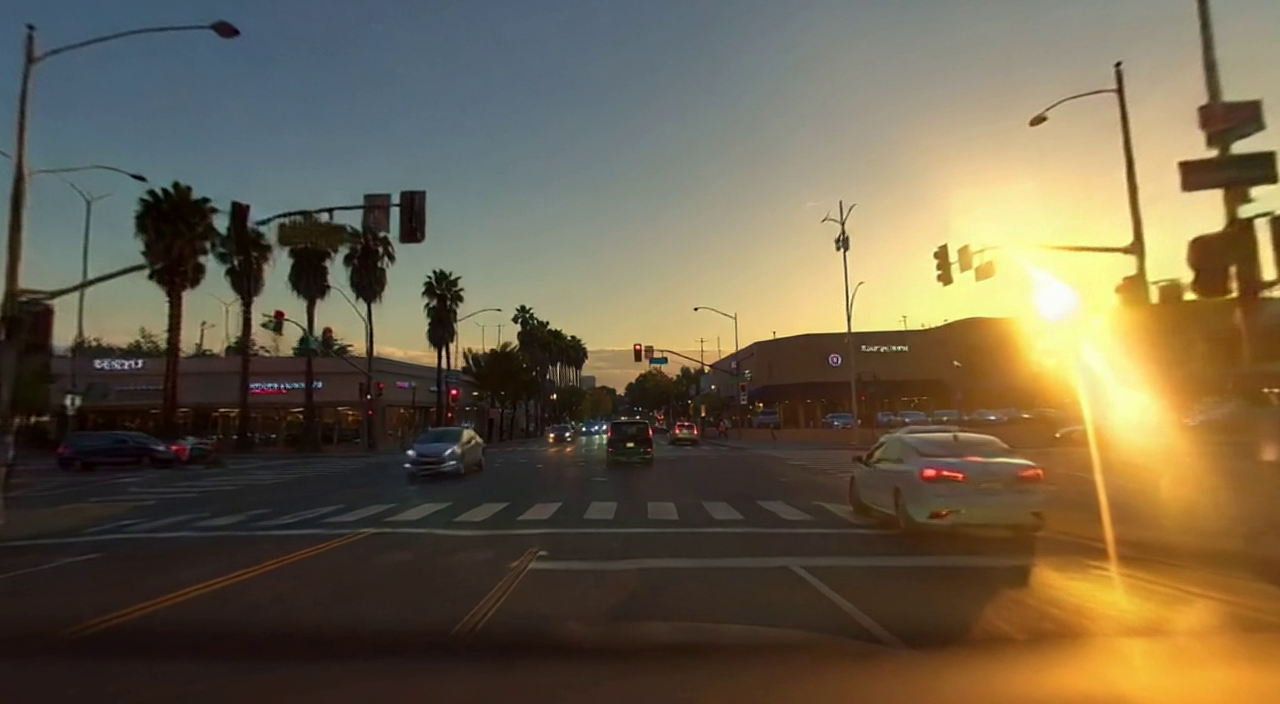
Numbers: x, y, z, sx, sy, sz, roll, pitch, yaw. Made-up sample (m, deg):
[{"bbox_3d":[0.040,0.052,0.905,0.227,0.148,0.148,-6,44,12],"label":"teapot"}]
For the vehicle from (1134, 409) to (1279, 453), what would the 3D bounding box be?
[{"bbox_3d":[23.730,3.318,26.339,4.466,1.740,2.021,0,-8,0],"label":"vehicle"}]

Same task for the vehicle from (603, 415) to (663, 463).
[{"bbox_3d":[-0.312,3.631,26.318,2.264,1.798,4.531,0,-8,-1],"label":"vehicle"}]

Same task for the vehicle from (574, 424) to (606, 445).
[{"bbox_3d":[-3.616,6.075,46.347,1.921,1.491,4.332,0,-8,1],"label":"vehicle"}]

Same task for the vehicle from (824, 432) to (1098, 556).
[{"bbox_3d":[4.511,2.034,9.915,1.963,1.449,4.653,0,-8,2],"label":"vehicle"}]

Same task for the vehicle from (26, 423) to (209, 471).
[{"bbox_3d":[-20.876,3.834,25.394,5.674,1.804,2.190,-1,-8,6],"label":"vehicle"}]

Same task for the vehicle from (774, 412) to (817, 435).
[{"bbox_3d":[11.433,5.326,46.779,1.899,1.550,4.531,-1,-8,-1],"label":"vehicle"}]

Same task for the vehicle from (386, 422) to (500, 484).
[{"bbox_3d":[-5.874,3.076,19.475,2.040,1.670,4.508,0,-8,0],"label":"vehicle"}]

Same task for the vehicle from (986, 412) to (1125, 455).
[{"bbox_3d":[17.020,3.369,26.076,4.304,1.685,1.947,0,-8,1],"label":"vehicle"}]
